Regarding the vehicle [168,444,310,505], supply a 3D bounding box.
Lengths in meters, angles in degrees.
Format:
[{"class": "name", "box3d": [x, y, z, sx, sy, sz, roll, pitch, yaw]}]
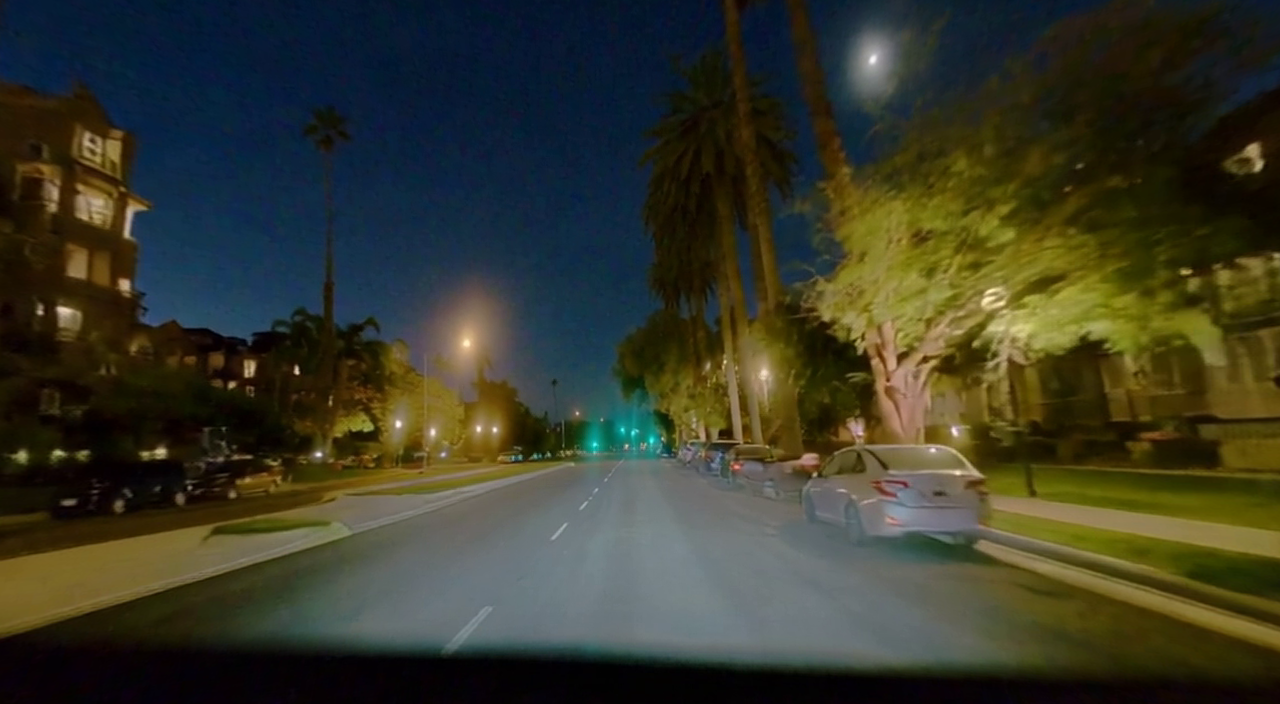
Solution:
[{"class": "vehicle", "box3d": [-13.711, 4.153, 22.004, 1.926, 1.790, 4.494, 0, -7, 1]}]

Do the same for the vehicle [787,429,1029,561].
[{"class": "vehicle", "box3d": [3.700, 2.036, 9.773, 1.981, 1.546, 4.372, 0, -9, 3]}]

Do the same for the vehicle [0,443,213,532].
[{"class": "vehicle", "box3d": [-13.640, 3.349, 16.365, 2.047, 1.783, 4.572, -1, -7, -2]}]
